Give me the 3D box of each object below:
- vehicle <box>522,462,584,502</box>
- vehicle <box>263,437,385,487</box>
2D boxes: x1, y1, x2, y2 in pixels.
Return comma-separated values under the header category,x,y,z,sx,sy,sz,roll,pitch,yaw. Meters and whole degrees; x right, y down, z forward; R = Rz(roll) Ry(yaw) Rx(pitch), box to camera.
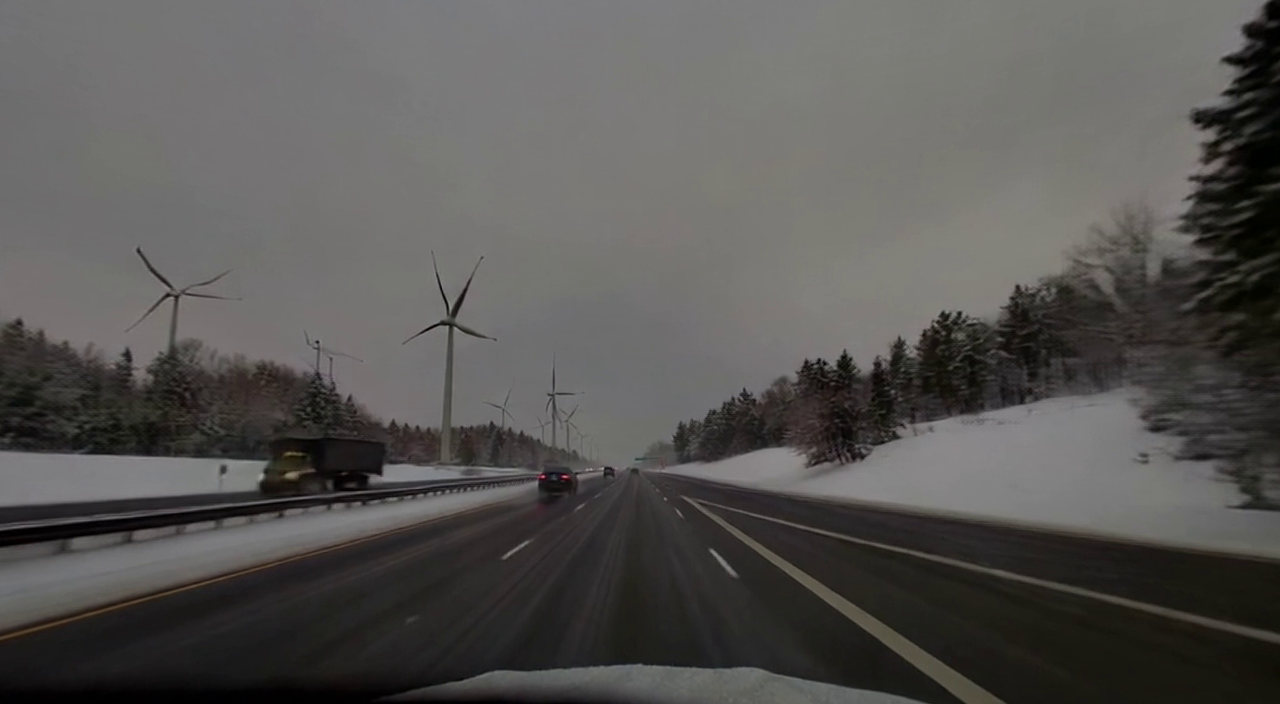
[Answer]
category,x,y,z,sx,sy,sz,roll,pitch,yaw
vehicle,-3.564,5.394,26.354,2.001,1.486,4.104,1,-11,0
vehicle,-16.916,6.060,34.403,2.631,2.373,7.899,1,-11,-1
